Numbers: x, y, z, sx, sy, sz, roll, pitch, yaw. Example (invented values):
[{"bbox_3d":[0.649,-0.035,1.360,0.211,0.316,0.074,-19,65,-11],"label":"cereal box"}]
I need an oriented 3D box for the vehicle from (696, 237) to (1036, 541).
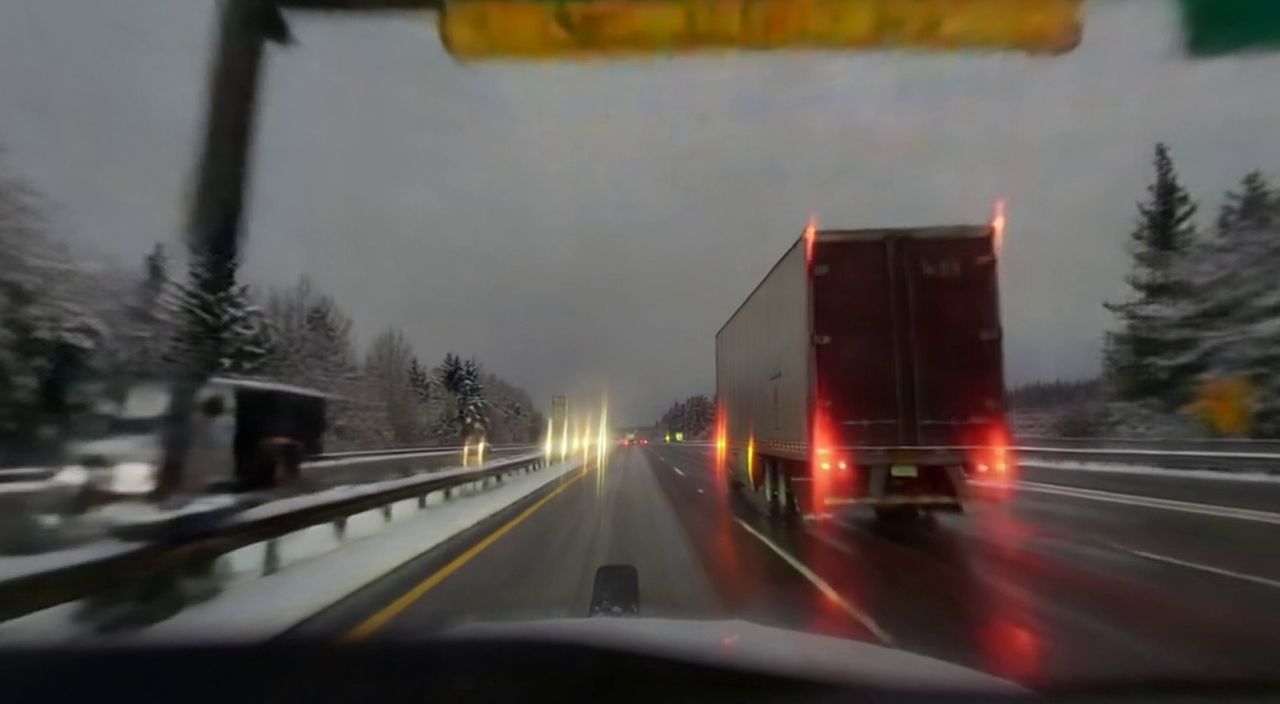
[{"bbox_3d":[3.499,1.307,14.895,2.954,3.995,13.335,0,-8,-1],"label":"vehicle"}]

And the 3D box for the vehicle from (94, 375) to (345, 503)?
[{"bbox_3d":[-12.749,2.767,20.325,2.697,3.310,7.825,0,-8,-1],"label":"vehicle"}]
